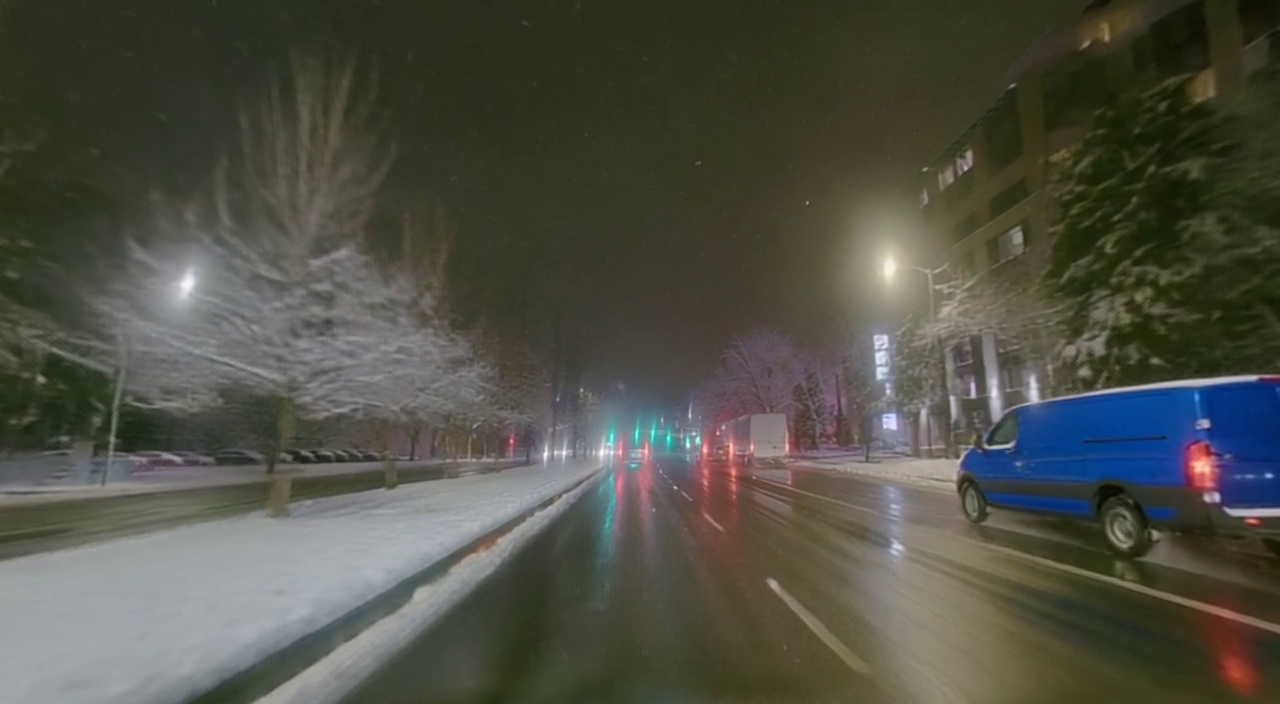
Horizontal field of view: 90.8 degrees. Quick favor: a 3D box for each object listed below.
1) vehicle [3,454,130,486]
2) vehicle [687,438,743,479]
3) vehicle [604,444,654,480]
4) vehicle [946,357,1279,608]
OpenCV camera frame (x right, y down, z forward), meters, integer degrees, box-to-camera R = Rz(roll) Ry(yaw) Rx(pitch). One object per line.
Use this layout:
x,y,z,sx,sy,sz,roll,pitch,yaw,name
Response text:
-29.594,6.084,32.696,4.761,1.522,1.968,-1,-10,3,vehicle
3.358,4.837,29.008,2.047,1.711,4.265,0,-8,0,vehicle
-0.497,4.926,28.605,2.095,1.456,3.873,0,-8,-1,vehicle
6.687,1.503,8.189,2.573,2.127,5.568,0,-8,0,vehicle
